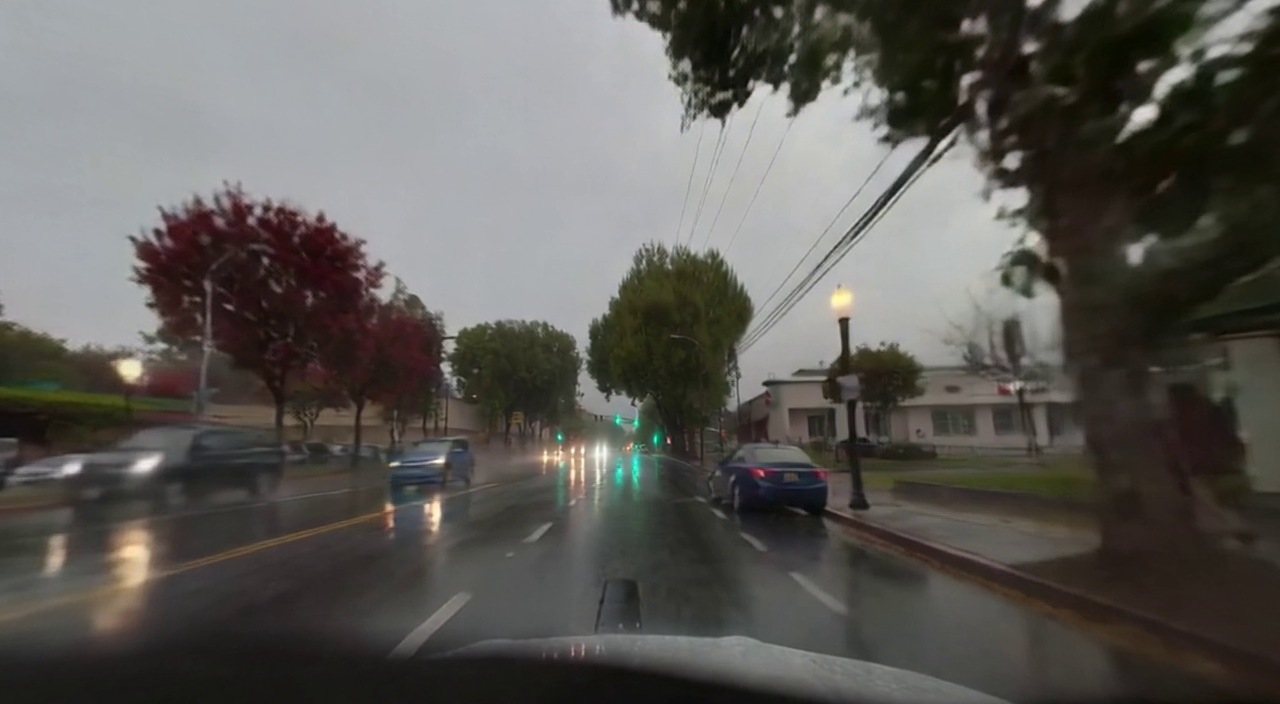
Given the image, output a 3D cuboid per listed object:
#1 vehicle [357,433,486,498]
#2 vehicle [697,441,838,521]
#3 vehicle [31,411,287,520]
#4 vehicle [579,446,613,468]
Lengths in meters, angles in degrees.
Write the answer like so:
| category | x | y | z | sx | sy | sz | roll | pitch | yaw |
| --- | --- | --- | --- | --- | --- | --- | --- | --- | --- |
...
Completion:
| category | x | y | z | sx | sy | sz | roll | pitch | yaw |
| --- | --- | --- | --- | --- | --- | --- | --- | --- | --- |
| vehicle | -6.774 | 3.585 | 20.368 | 2.371 | 1.800 | 4.987 | 0 | -9 | 0 |
| vehicle | 2.633 | 2.820 | 14.347 | 2.034 | 1.491 | 4.618 | 1 | -9 | -3 |
| vehicle | -10.399 | 2.498 | 14.302 | 2.088 | 2.031 | 4.616 | 0 | -9 | 0 |
| vehicle | -3.143 | 7.660 | 46.140 | 2.122 | 1.469 | 4.388 | 0 | -9 | 0 |
